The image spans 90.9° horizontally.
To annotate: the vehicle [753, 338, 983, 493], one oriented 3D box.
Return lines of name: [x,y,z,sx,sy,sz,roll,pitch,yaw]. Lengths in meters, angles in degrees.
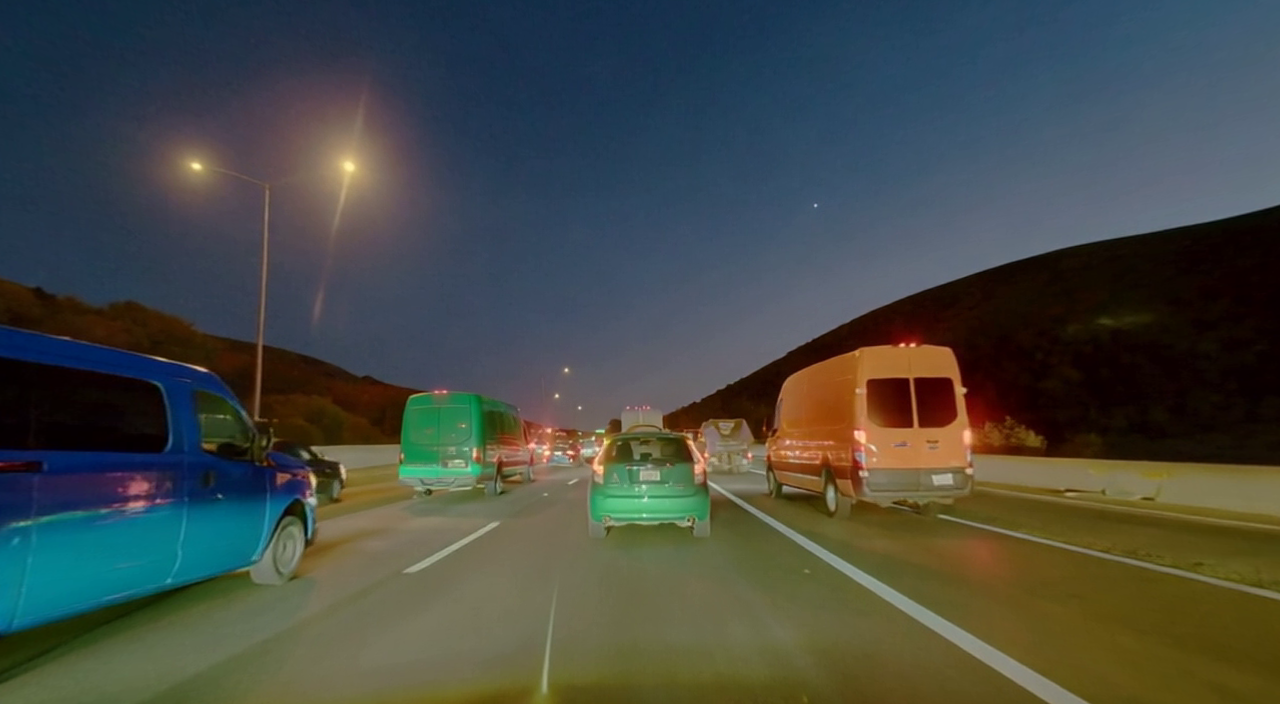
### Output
vehicle: [6.736,2.382,21.485,2.977,3.878,11.111,0,-8,-4]

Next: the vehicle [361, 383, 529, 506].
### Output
vehicle: [-4.530,2.324,15.942,2.300,2.522,5.701,-1,-8,1]

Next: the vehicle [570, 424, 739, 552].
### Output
vehicle: [0.126,1.914,9.532,2.003,1.499,3.930,0,-8,-1]

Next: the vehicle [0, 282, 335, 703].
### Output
vehicle: [-4.252,0.795,3.649,2.195,2.086,5.445,0,-8,0]

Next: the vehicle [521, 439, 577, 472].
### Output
vehicle: [-4.302,4.958,30.449,2.007,1.457,4.447,0,-8,1]
